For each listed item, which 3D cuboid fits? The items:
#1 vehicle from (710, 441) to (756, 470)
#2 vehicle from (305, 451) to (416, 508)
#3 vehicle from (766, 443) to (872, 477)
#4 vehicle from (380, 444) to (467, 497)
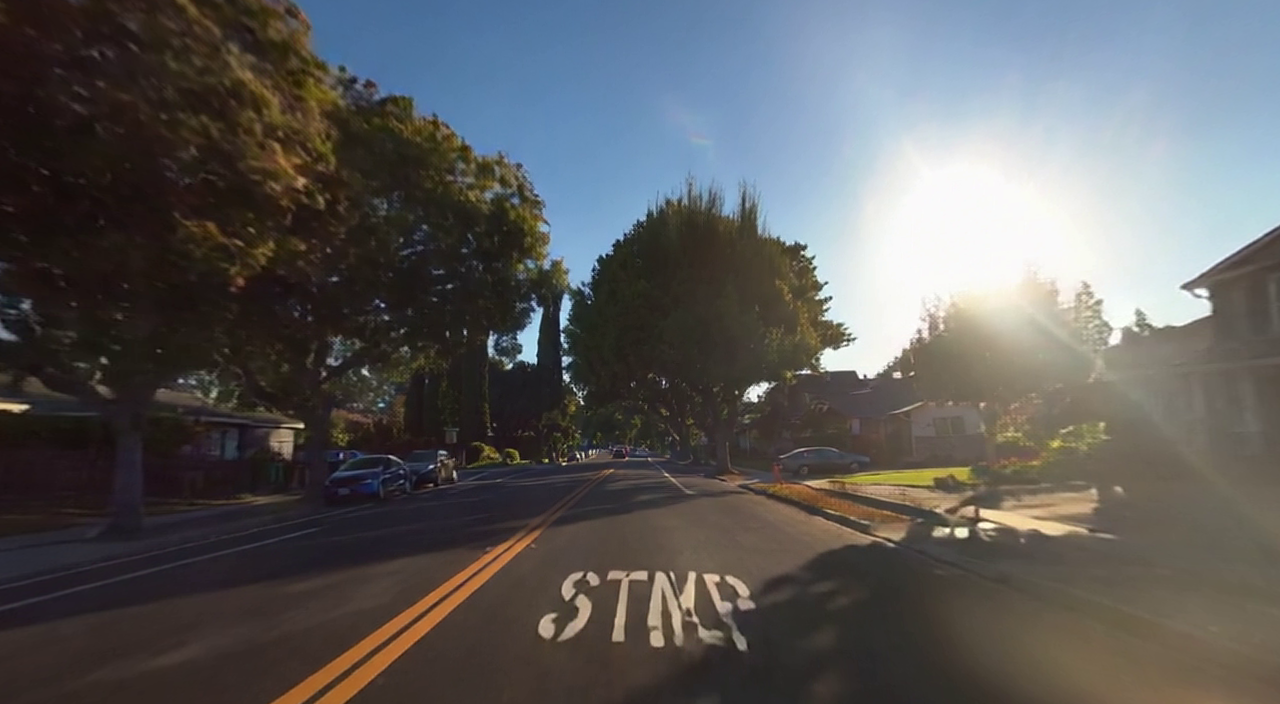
[{"bbox_3d":[5.714,6.410,39.206,2.096,1.713,4.606,0,-9,-1],"label":"vehicle"},{"bbox_3d":[-9.267,4.207,21.296,1.998,1.684,4.180,0,-9,-3],"label":"vehicle"},{"bbox_3d":[8.121,4.942,28.925,4.438,1.466,1.943,-2,-9,9],"label":"vehicle"},{"bbox_3d":[-9.440,5.148,27.976,2.181,1.938,4.931,-2,-7,0],"label":"vehicle"}]
